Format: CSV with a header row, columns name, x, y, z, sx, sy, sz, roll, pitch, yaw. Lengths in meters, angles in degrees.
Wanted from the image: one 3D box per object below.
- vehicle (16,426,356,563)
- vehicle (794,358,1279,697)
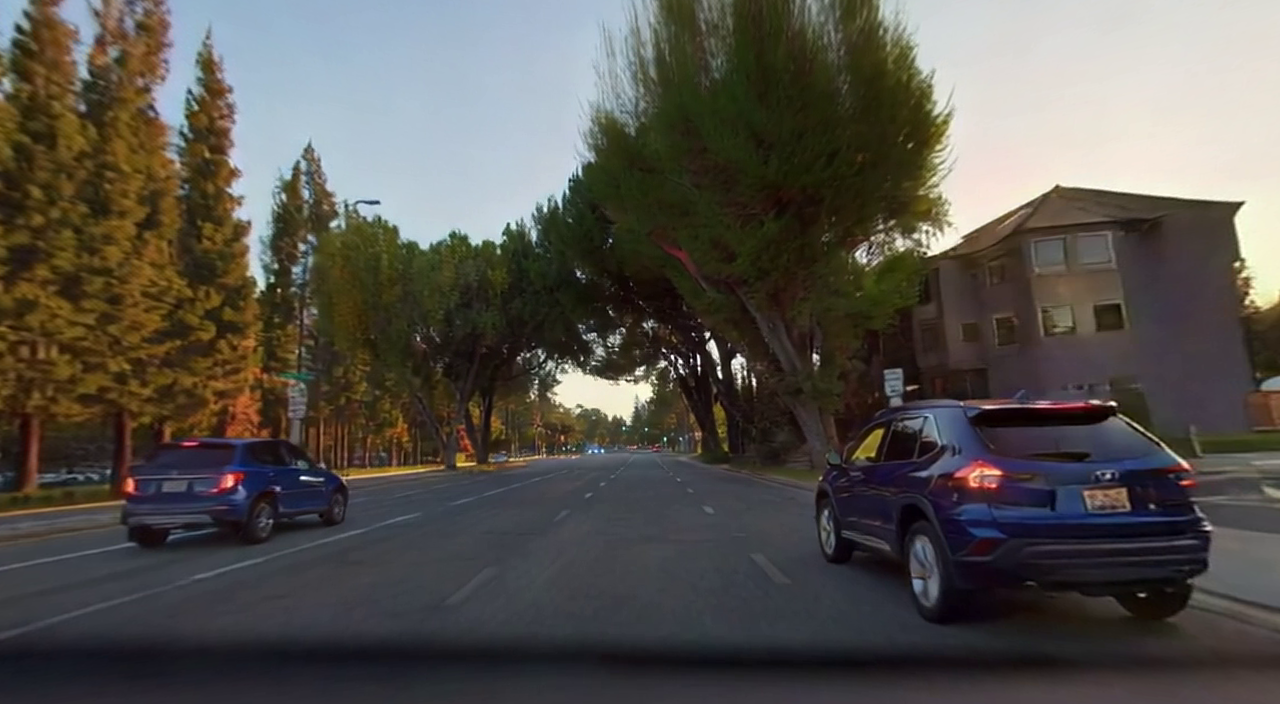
name,x,y,z,sx,sy,sz,roll,pitch,yaw
vehicle,-6.770,2.149,10.351,2.069,1.690,4.837,0,-9,-2
vehicle,2.993,1.259,5.674,2.047,1.768,4.607,0,-9,0
